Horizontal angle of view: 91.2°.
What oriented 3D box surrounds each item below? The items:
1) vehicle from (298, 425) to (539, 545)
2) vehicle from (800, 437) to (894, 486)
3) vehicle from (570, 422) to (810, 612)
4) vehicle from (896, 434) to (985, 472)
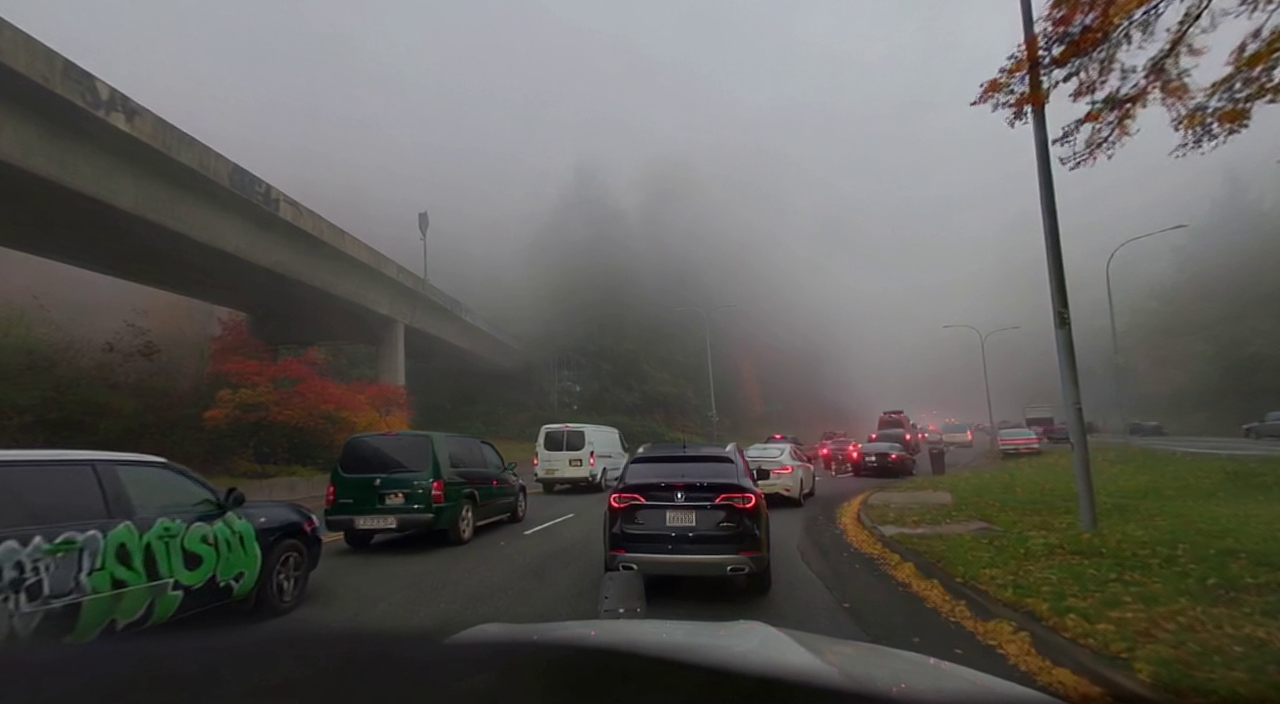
[{"bbox_3d":[-3.332,2.087,10.448,1.921,1.554,4.081,-2,-9,11],"label":"vehicle"},{"bbox_3d":[6.940,3.577,20.746,1.780,1.446,3.902,-7,-11,35],"label":"vehicle"},{"bbox_3d":[0.843,1.663,7.197,2.064,1.515,3.722,-3,-9,15],"label":"vehicle"},{"bbox_3d":[12.865,4.287,26.723,3.934,1.485,1.763,7,-11,-38],"label":"vehicle"}]
